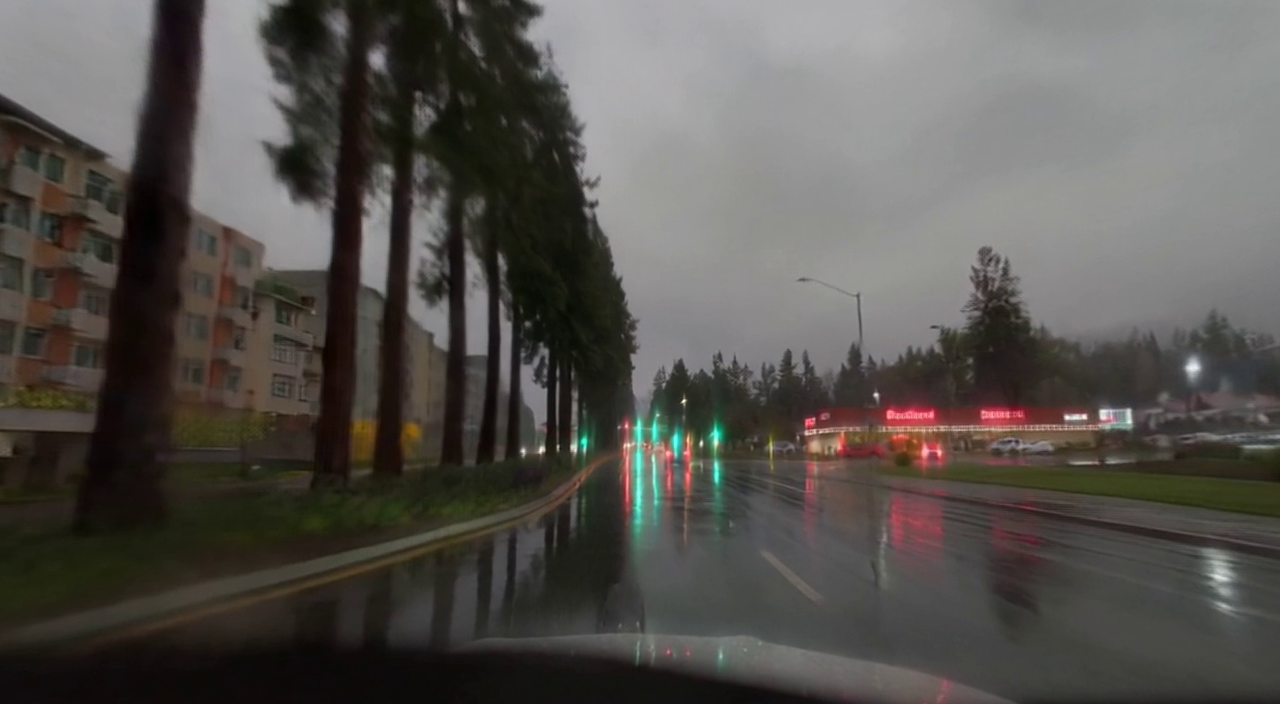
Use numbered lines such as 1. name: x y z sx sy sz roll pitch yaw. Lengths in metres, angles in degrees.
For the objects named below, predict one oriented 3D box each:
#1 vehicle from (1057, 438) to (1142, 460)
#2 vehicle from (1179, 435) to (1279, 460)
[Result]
1. vehicle: 34.742 7.335 47.892 1.853 1.552 4.707 4 -9 -30
2. vehicle: 40.370 6.526 43.273 1.962 1.620 4.755 5 -9 -29
